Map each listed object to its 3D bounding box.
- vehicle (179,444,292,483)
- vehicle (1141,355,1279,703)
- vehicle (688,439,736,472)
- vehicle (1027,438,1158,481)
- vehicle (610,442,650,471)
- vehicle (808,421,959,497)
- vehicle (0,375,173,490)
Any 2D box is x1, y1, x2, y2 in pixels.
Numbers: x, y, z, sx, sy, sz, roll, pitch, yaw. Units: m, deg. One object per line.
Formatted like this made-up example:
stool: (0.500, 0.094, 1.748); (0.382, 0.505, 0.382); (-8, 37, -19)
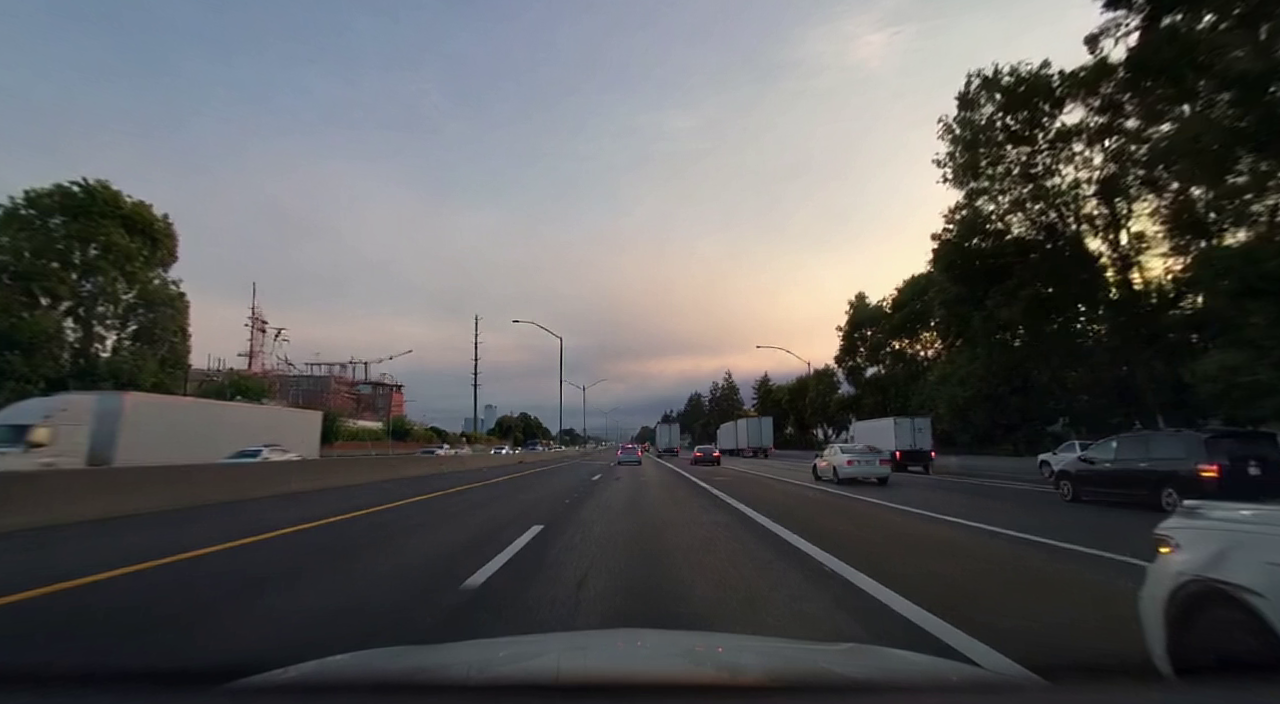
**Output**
vehicle: (-16.447, 4.535, 25.975); (2.036, 1.486, 3.876); (0, -9, 0)
vehicle: (3.562, 0.605, 0.910); (2.030, 1.658, 4.377); (0, -9, 0)
vehicle: (3.939, 5.768, 35.355); (2.154, 1.658, 4.347); (0, -9, -1)
vehicle: (21.706, 5.202, 30.762); (2.150, 1.866, 5.885); (0, -9, 2)
vehicle: (-0.529, 6.010, 36.563); (2.163, 1.551, 4.180); (0, -9, 0)
vehicle: (7.277, 3.305, 19.816); (2.369, 2.007, 5.700); (0, -9, -1)
vehicle: (-23.485, 3.343, 25.482); (3.021, 3.900, 8.045); (0, -9, 0)
